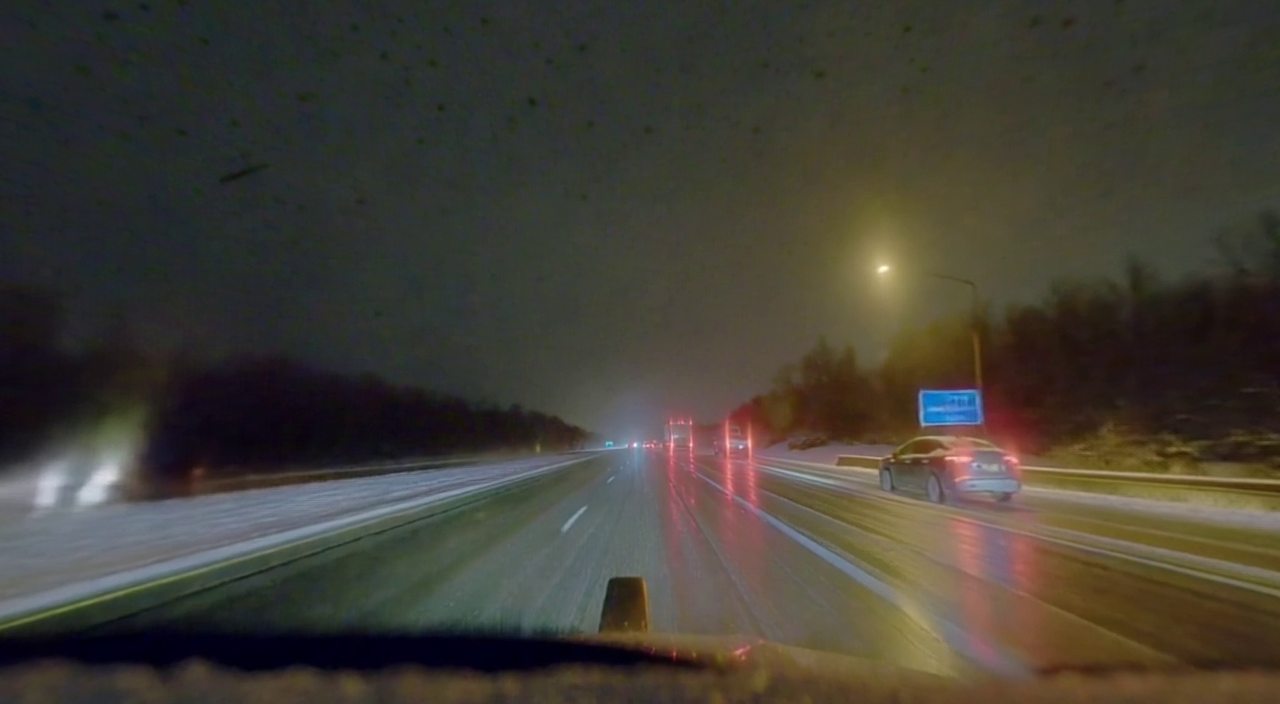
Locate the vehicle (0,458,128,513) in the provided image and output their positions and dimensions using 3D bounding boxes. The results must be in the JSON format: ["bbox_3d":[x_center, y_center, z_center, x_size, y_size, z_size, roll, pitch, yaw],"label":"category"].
[{"bbox_3d":[-19.279,4.276,20.553,1.875,1.506,3.736,0,-8,1],"label":"vehicle"}]
